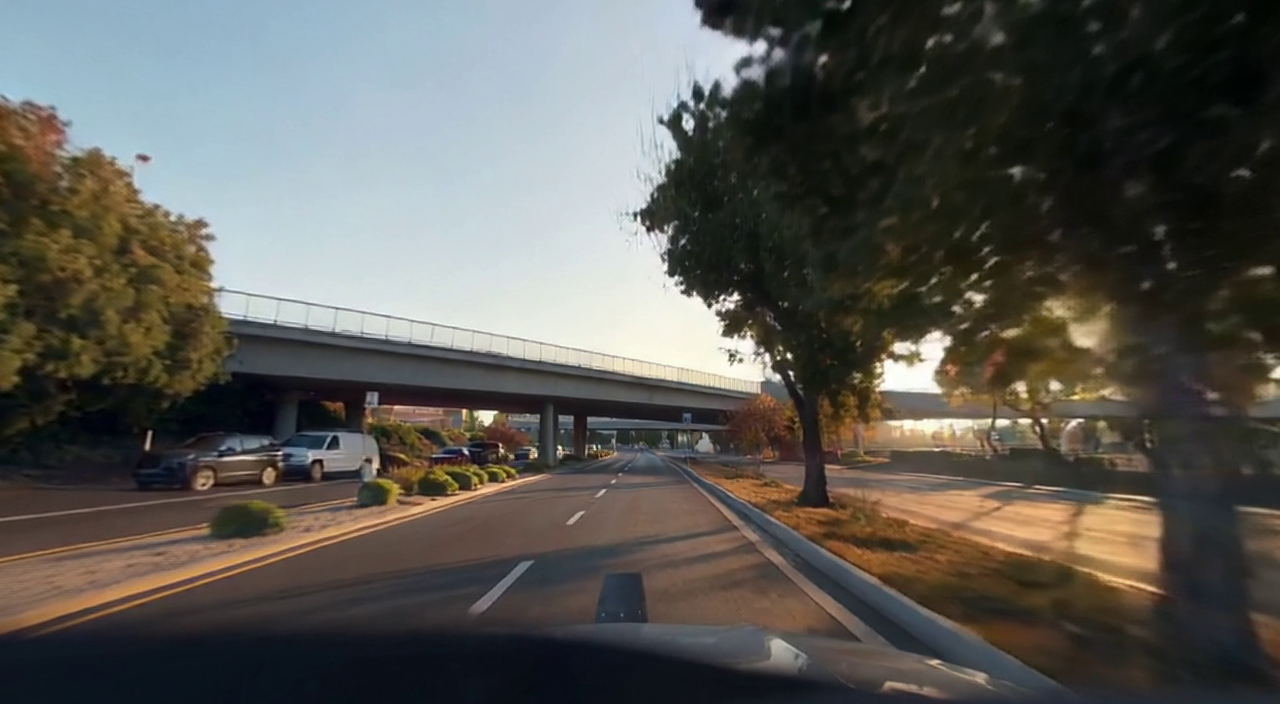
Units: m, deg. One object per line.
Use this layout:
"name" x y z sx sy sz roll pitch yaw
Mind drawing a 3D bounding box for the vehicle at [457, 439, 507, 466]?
"vehicle" -12.169 7.758 48.949 2.064 1.809 5.545 3 -8 3

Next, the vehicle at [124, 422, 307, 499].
"vehicle" -13.073 3.393 20.051 2.136 2.016 5.354 2 -9 -2

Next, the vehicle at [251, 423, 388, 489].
"vehicle" -13.094 4.310 26.534 2.307 2.349 6.335 2 -8 1

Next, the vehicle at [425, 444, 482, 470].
"vehicle" -12.600 7.110 43.015 2.156 1.489 4.758 5 -8 2
